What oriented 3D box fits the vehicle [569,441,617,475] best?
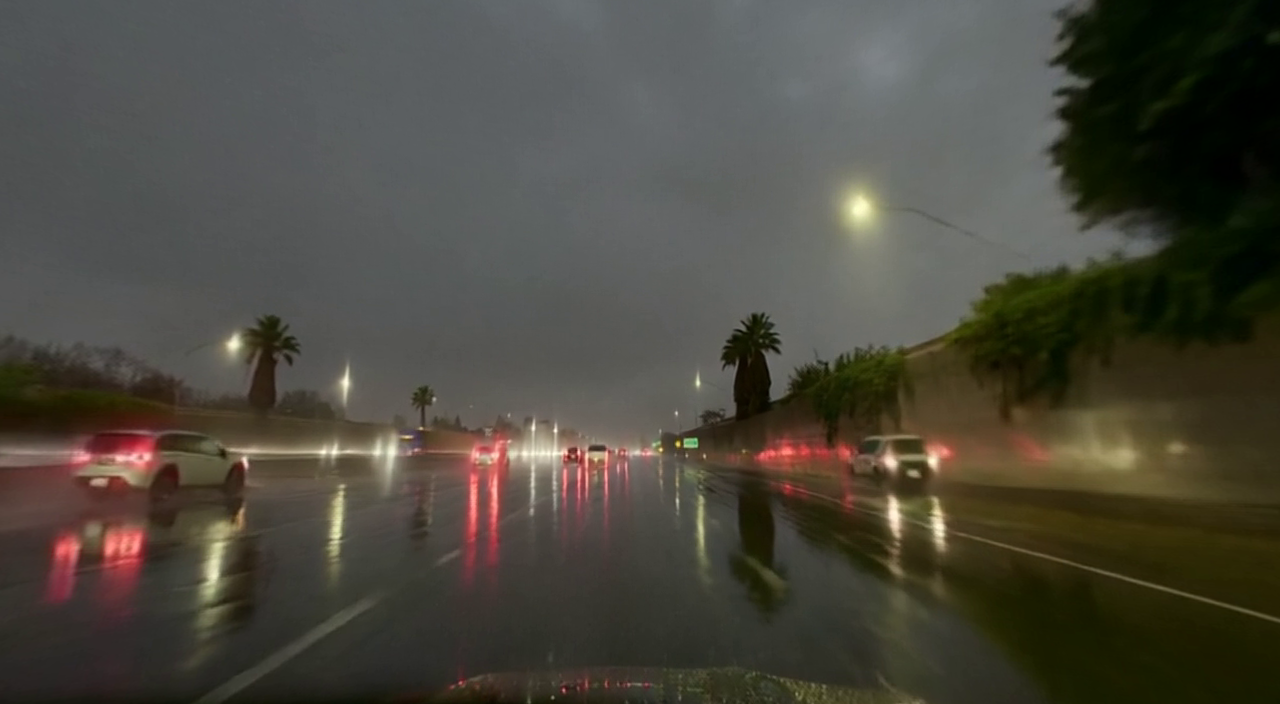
[{"bbox_3d":[-2.418,5.577,33.496,2.201,1.672,4.128,0,-9,0],"label":"vehicle"}]

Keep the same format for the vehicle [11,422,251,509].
[{"bbox_3d":[-12.612,2.858,16.249,1.986,1.875,4.902,0,-9,1],"label":"vehicle"}]

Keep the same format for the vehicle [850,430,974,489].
[{"bbox_3d":[10.296,4.144,24.634,2.302,2.014,5.925,0,-9,1],"label":"vehicle"}]

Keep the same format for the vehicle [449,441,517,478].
[{"bbox_3d":[-7.716,5.319,31.534,2.204,1.677,4.438,0,-9,1],"label":"vehicle"}]

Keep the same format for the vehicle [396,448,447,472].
[{"bbox_3d":[-15.444,7.629,44.897,1.916,1.610,4.445,0,-9,2],"label":"vehicle"}]
